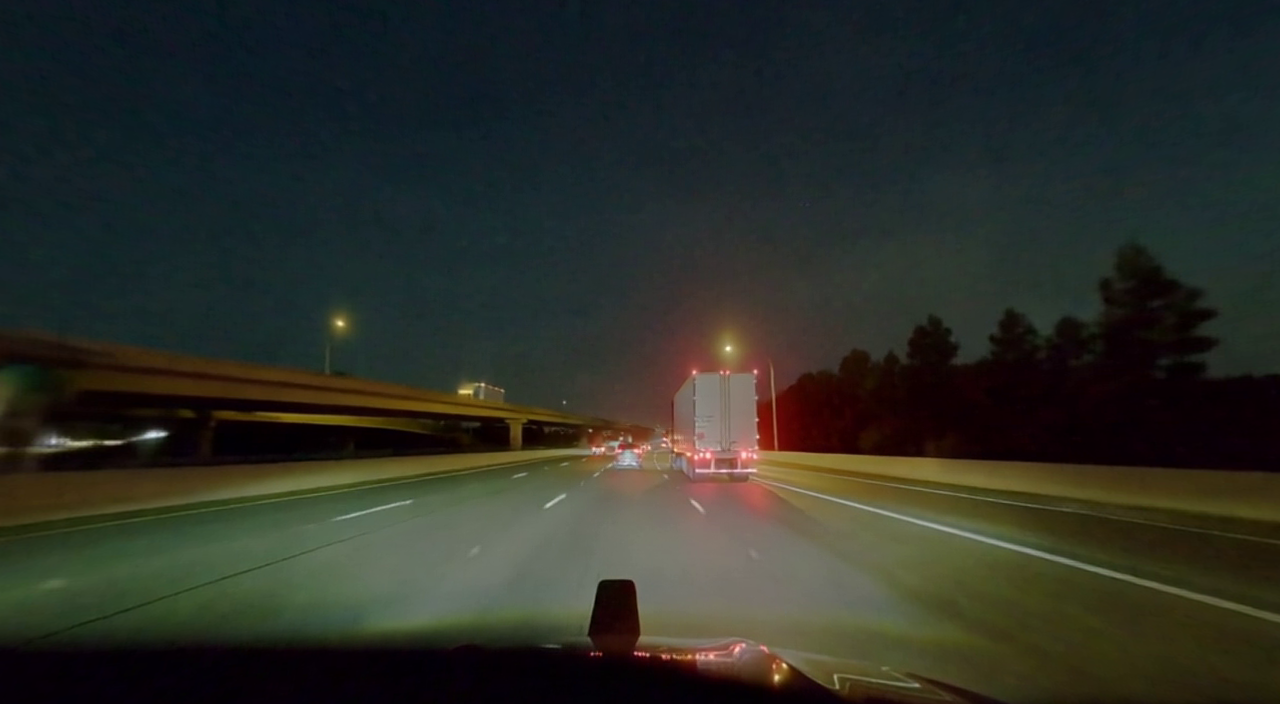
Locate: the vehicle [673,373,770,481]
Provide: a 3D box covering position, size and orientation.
[{"bbox_3d":[3.306,3.546,28.766,2.964,4.063,10.072,0,-9,-1],"label":"vehicle"}]

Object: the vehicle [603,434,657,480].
[{"bbox_3d":[-0.375,4.377,26.544,2.077,1.716,4.514,0,-9,0],"label":"vehicle"}]
